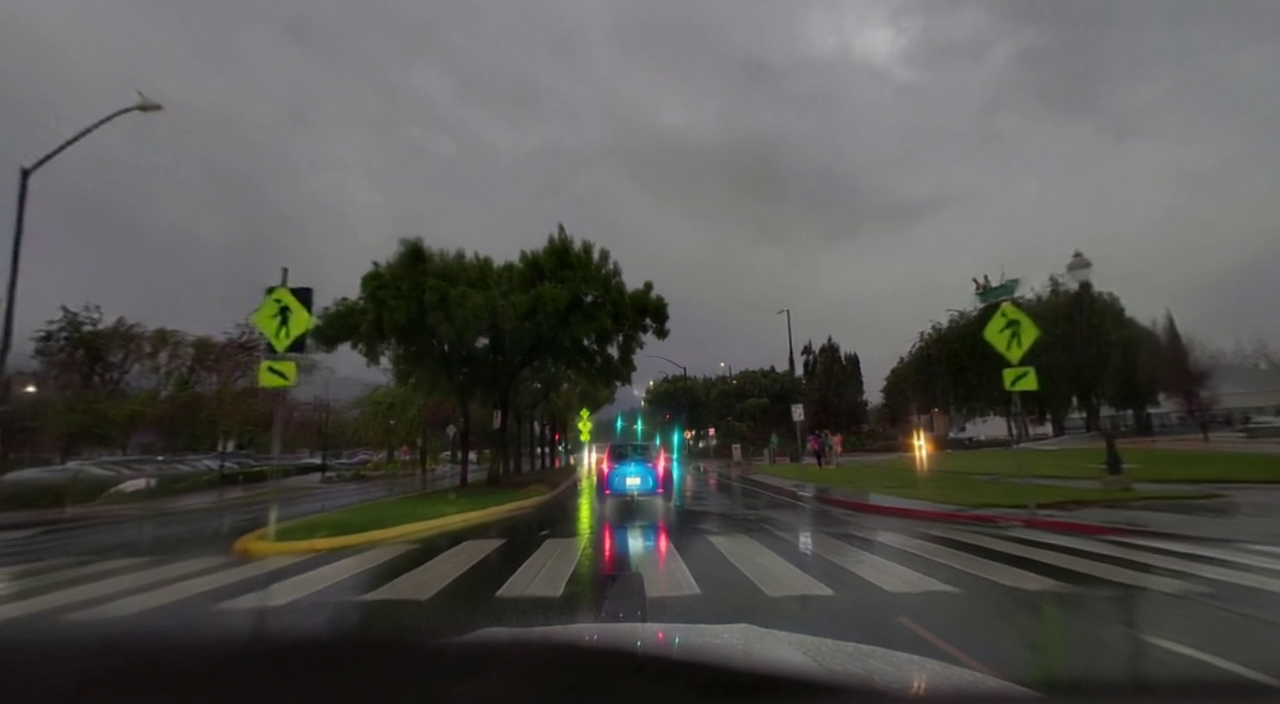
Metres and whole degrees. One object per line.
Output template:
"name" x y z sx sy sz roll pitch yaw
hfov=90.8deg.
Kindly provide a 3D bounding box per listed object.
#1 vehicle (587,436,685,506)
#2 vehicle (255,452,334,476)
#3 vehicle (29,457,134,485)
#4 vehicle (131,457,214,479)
"vehicle" -0.150 3.033 16.604 2.221 1.570 4.398 0 -8 -2
"vehicle" -23.016 7.456 42.162 4.038 1.531 2.015 1 -9 -3
"vehicle" -35.588 7.567 40.363 4.466 1.619 2.319 -1 -8 -1
"vehicle" -35.432 8.818 47.968 4.500 1.542 2.155 0 -8 0
